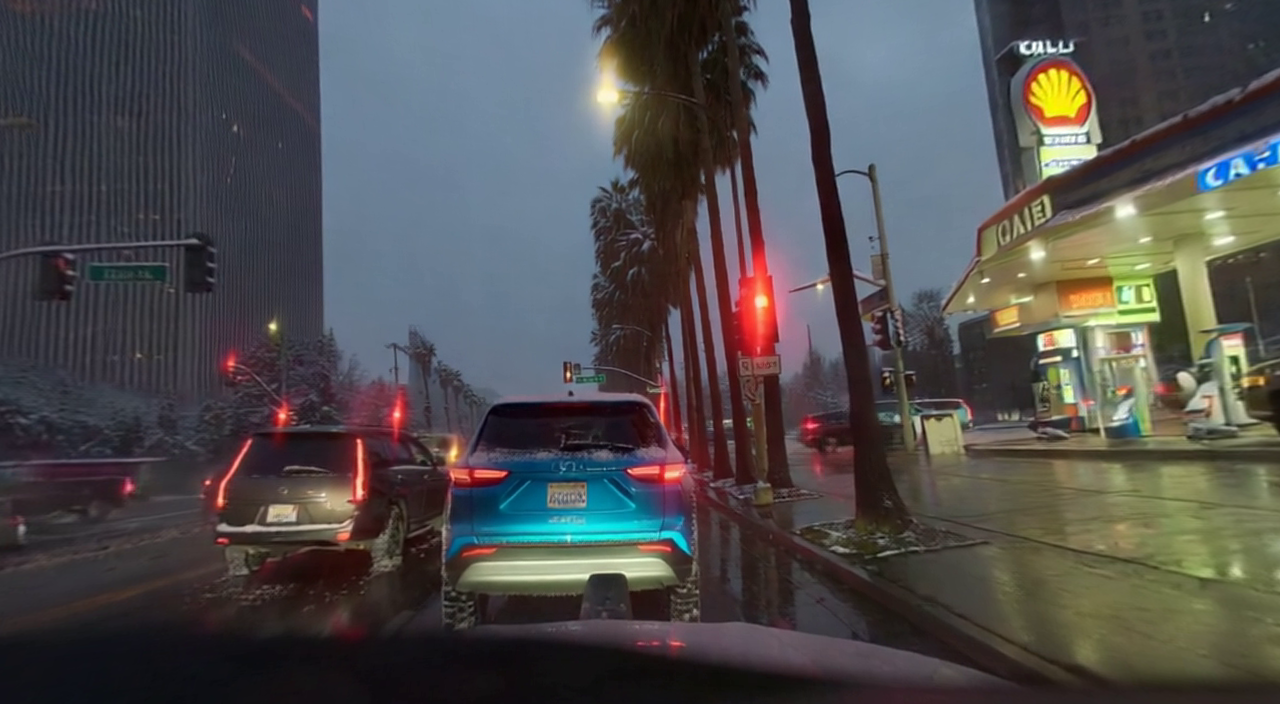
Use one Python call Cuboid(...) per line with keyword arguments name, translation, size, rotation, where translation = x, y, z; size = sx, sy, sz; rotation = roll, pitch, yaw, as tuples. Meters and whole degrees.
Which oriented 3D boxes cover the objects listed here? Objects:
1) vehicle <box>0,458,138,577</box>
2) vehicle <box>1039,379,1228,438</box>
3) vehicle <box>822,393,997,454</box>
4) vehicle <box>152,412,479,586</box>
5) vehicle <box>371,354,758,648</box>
Cuboid(name="vehicle", translation=(-11.528, 2.846, 11.522), size=(2.331, 1.708, 4.660), rotation=(3, -9, -21))
Cuboid(name="vehicle", translation=(17.912, 2.101, 23.140), size=(5.033, 1.999, 2.259), rotation=(0, -8, -3))
Cuboid(name="vehicle", translation=(9.588, 2.618, 22.819), size=(5.307, 2.076, 2.122), rotation=(0, -8, -4))
Cuboid(name="vehicle", translation=(-3.842, 1.821, 8.825), size=(2.097, 1.692, 5.030), rotation=(0, -8, -3))
Cuboid(name="vehicle", translation=(-0.592, 1.317, 6.646), size=(2.519, 1.913, 4.819), rotation=(0, -8, -3))
